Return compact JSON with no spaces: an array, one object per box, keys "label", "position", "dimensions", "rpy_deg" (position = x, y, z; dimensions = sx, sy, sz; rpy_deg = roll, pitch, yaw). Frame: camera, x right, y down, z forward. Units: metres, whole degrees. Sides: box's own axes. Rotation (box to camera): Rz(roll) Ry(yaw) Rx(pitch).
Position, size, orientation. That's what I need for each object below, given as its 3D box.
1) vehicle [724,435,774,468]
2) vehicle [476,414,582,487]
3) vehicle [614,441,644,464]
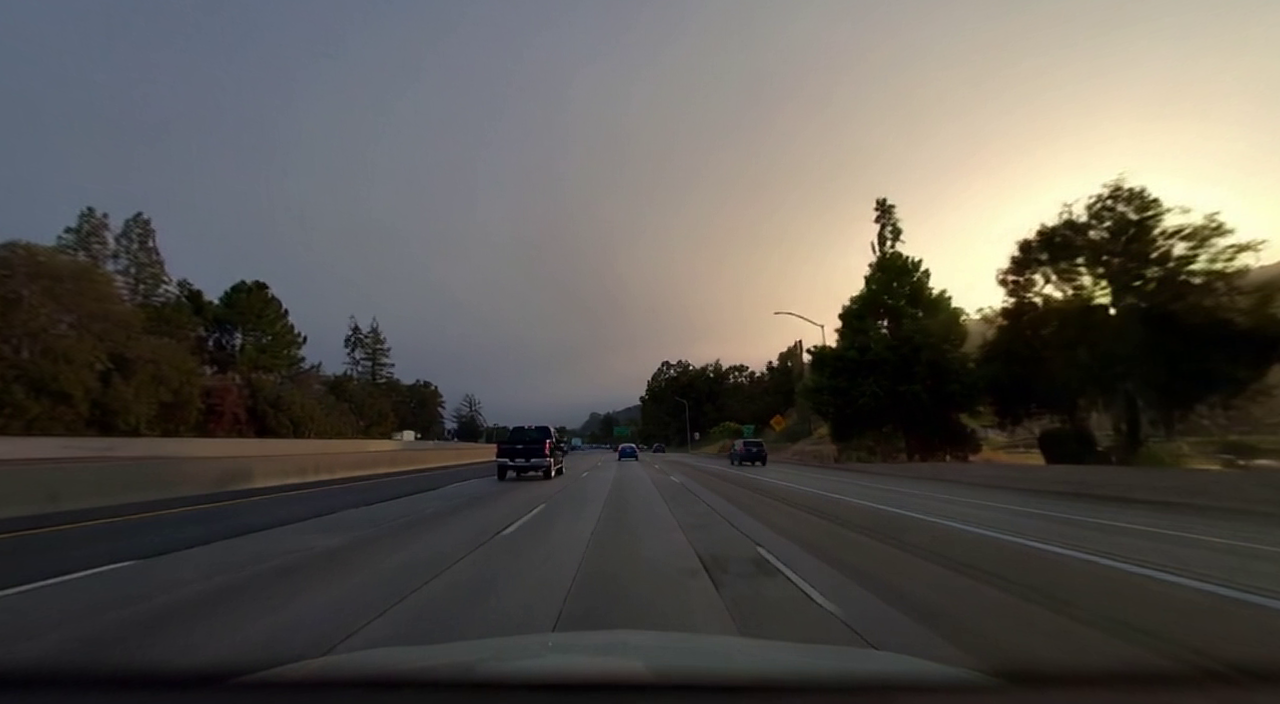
[{"label":"vehicle","position":[6.677,6.191,39.402],"dimensions":[2.103,1.898,5.310],"rpy_deg":[0,-9,-1]},{"label":"vehicle","position":[-3.652,3.437,22.228],"dimensions":[2.592,2.179,6.034],"rpy_deg":[0,-9,0]},{"label":"vehicle","position":[-0.787,7.563,47.515],"dimensions":[2.157,1.642,4.189],"rpy_deg":[0,-9,-1]}]
